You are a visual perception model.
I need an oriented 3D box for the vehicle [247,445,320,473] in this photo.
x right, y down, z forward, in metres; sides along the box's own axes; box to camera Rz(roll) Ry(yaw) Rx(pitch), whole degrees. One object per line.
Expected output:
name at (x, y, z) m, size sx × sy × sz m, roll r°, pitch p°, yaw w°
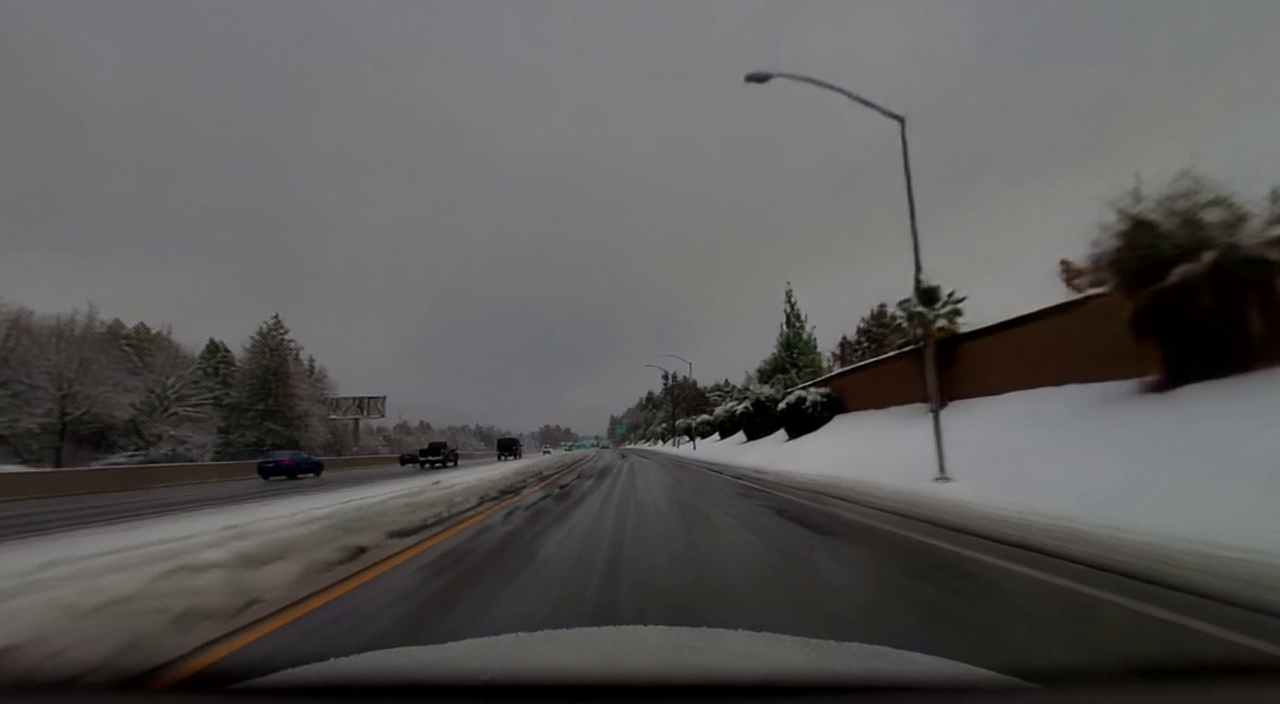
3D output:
vehicle at (-24.278, 7.270, 43.254) m, size 2.158 × 1.795 × 5.013 m, roll 0°, pitch -9°, yaw -1°
